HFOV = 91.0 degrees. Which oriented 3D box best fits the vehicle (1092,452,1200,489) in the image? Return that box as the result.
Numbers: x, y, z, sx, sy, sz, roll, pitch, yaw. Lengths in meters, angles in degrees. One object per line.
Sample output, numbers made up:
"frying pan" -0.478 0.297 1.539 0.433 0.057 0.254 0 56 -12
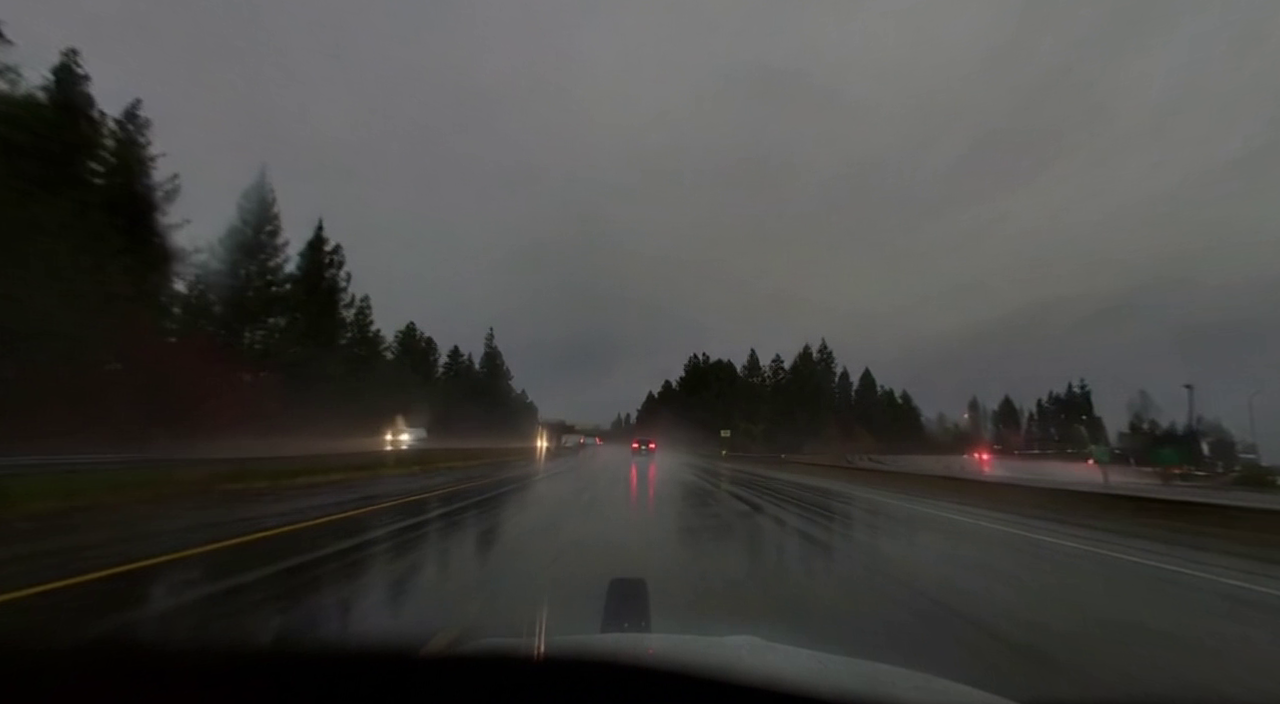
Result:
"vehicle" 24.102 5.616 30.238 1.889 1.560 4.976 -2 -8 12
